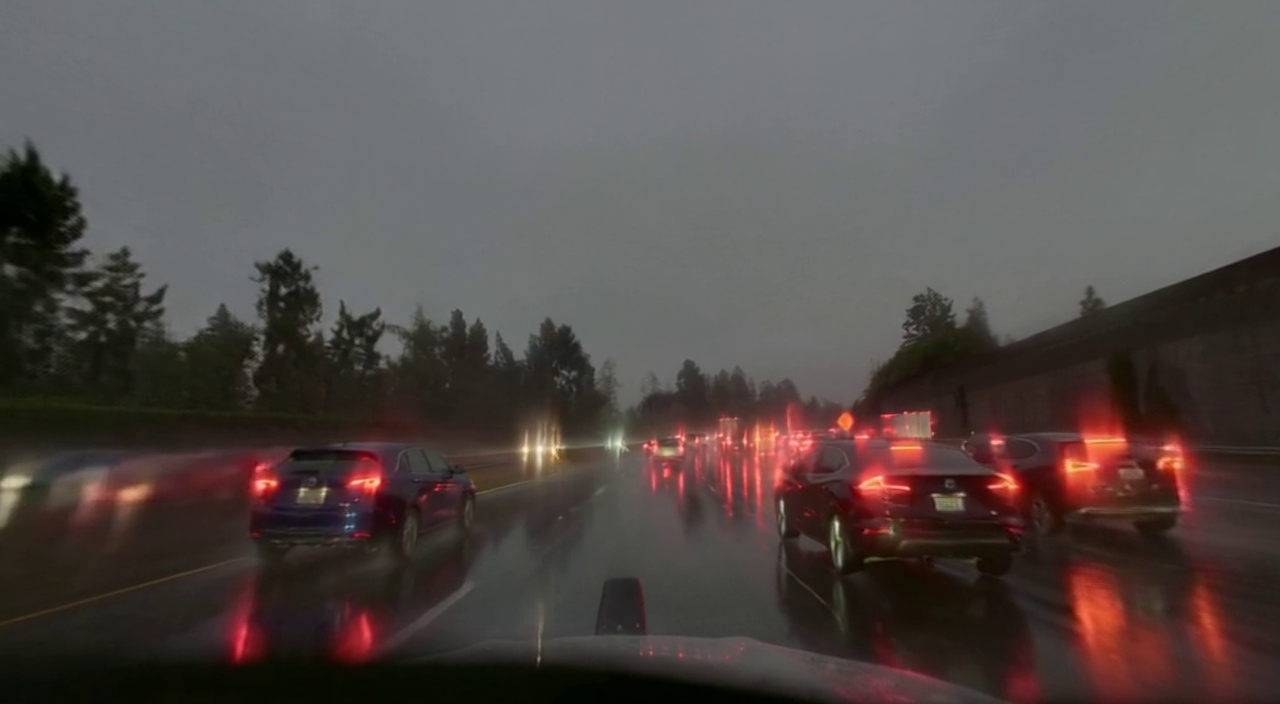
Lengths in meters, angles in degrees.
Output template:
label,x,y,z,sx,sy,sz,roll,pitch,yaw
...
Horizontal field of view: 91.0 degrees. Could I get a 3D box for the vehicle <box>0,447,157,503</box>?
label,x,y,z,sx,sy,sz,roll,pitch,yaw
vehicle,-18.766,3.927,20.595,2.046,1.601,4.578,-1,-9,4

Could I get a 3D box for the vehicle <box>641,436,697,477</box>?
label,x,y,z,sx,sy,sz,roll,pitch,yaw
vehicle,1.263,4.410,26.762,2.201,1.614,3.803,-1,-9,4

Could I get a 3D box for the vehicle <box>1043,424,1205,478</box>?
label,x,y,z,sx,sy,sz,roll,pitch,yaw
vehicle,15.693,3.269,20.821,1.976,1.548,4.687,-1,-9,6

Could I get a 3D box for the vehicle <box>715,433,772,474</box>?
label,x,y,z,sx,sy,sz,roll,pitch,yaw
vehicle,4.587,4.573,28.527,2.076,1.684,4.241,-1,-9,4

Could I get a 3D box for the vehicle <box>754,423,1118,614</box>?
label,x,y,z,sx,sy,sz,roll,pitch,yaw
vehicle,2.737,1.664,7.288,2.009,1.489,4.559,0,-9,0

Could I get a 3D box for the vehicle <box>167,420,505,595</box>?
label,x,y,z,sx,sy,sz,roll,pitch,yaw
vehicle,-3.241,1.754,7.993,1.937,1.558,4.469,0,-9,2
